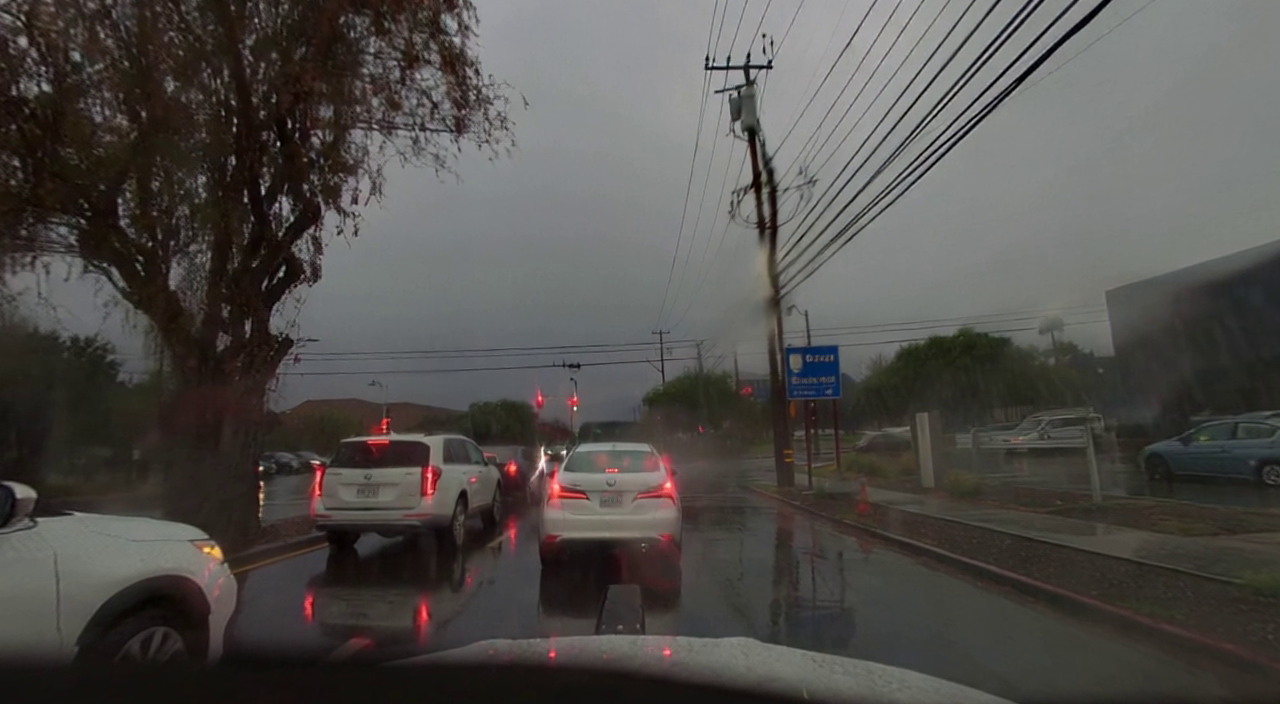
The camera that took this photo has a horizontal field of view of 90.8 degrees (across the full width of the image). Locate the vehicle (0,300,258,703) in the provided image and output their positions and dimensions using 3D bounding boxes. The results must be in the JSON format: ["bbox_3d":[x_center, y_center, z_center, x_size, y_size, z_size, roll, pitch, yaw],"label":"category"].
[{"bbox_3d":[-3.593,0.633,1.522,2.085,1.943,5.053,0,-8,1],"label":"vehicle"}]

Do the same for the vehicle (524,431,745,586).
[{"bbox_3d":[-0.103,1.804,8.146,2.121,1.474,3.968,0,-8,-2],"label":"vehicle"}]

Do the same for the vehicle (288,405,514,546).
[{"bbox_3d":[-3.848,2.089,11.371,2.147,1.963,4.927,0,-8,0],"label":"vehicle"}]

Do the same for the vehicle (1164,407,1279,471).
[{"bbox_3d":[17.029,2.541,18.286,1.858,1.622,4.491,-5,-10,28],"label":"vehicle"}]

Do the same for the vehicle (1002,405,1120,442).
[{"bbox_3d":[26.850,4.636,40.502,5.782,2.286,2.223,-1,-9,4],"label":"vehicle"}]
